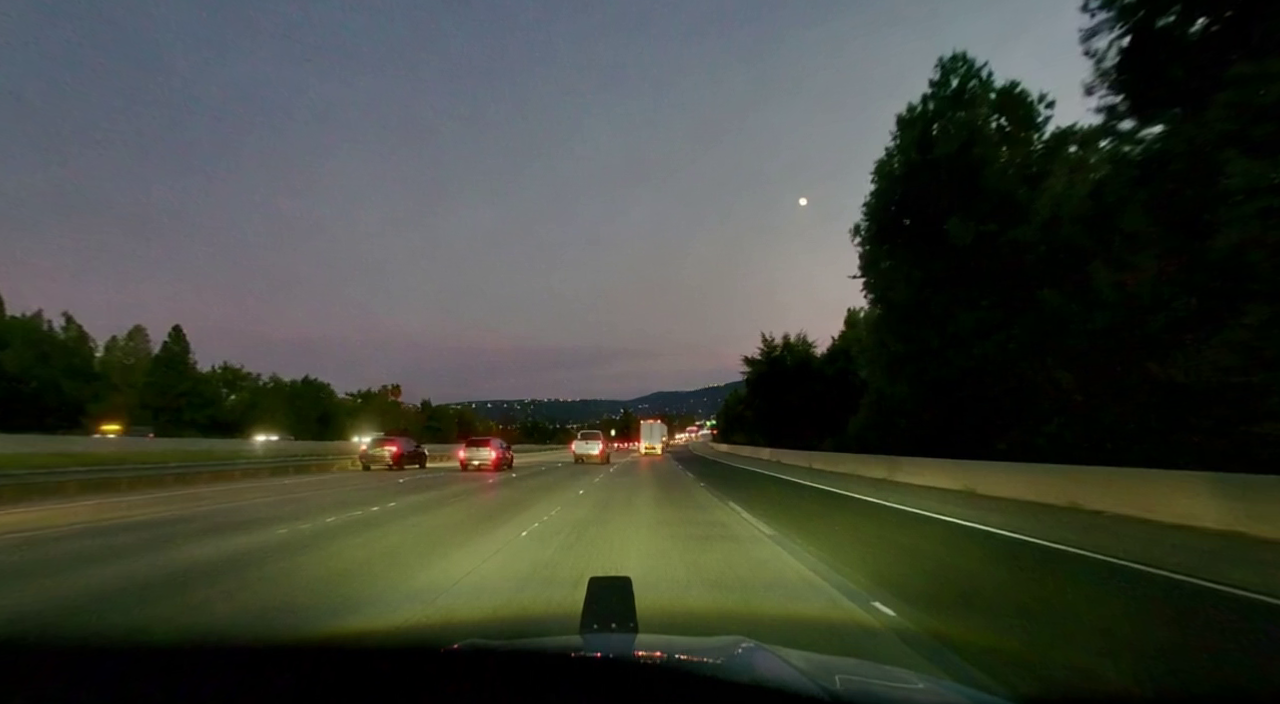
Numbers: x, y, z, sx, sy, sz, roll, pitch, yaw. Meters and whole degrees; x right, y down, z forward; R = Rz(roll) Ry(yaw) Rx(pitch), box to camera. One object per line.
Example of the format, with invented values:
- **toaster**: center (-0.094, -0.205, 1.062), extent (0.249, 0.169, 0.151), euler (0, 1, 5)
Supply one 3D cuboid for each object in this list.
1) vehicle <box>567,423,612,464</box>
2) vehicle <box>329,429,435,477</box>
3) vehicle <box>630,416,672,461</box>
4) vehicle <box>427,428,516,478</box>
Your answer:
- **vehicle**: center (-3.241, 6.039, 41.760), extent (2.328, 2.519, 5.238), euler (0, -8, 3)
- **vehicle**: center (-10.700, 4.250, 26.775), extent (2.080, 1.777, 5.450), euler (0, -8, 1)
- **vehicle**: center (0.759, 6.114, 44.427), extent (2.768, 2.854, 6.757), euler (0, -8, 1)
- **vehicle**: center (-6.826, 4.171, 26.258), extent (2.206, 1.838, 4.889), euler (0, -8, 1)
